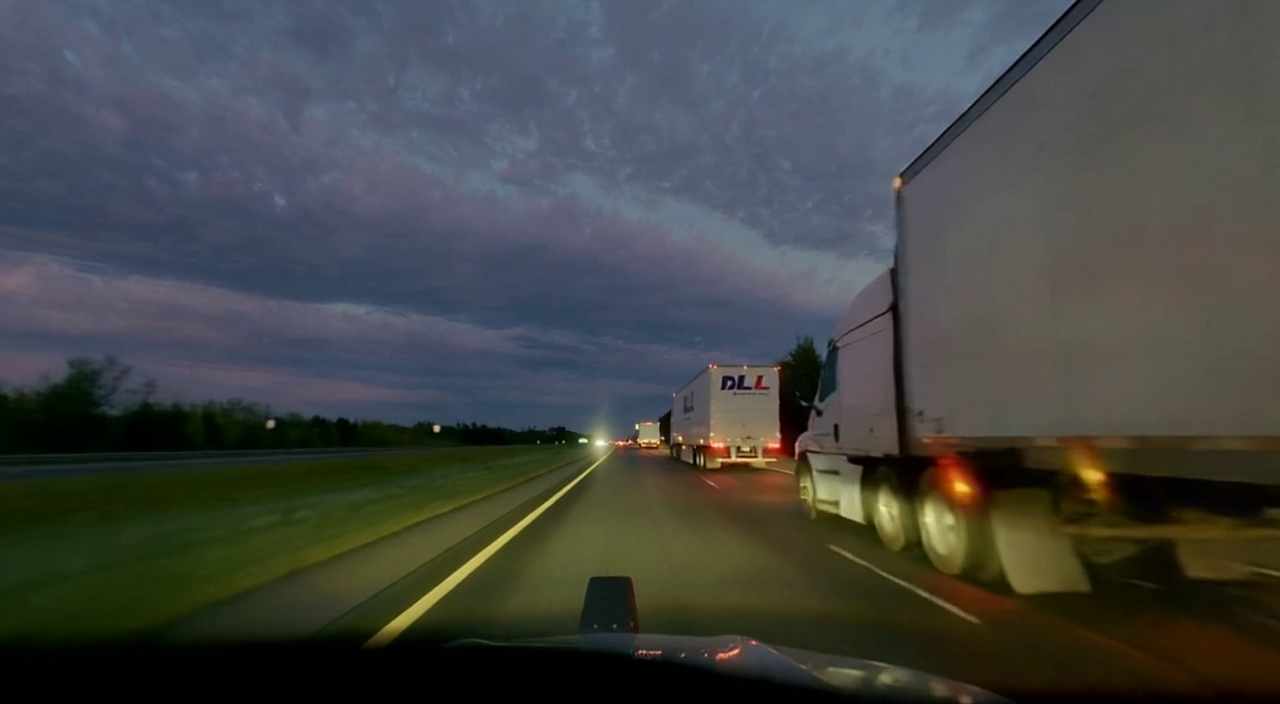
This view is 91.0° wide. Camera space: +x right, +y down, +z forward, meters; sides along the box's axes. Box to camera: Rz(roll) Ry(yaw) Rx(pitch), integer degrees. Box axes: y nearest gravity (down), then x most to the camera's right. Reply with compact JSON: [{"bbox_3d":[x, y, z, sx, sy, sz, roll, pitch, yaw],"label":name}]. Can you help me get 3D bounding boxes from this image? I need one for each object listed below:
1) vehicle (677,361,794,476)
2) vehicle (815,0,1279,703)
[{"bbox_3d":[3.786,3.328,29.454,2.871,4.072,14.183,0,-8,-2],"label":"vehicle"},{"bbox_3d":[3.900,0.049,5.100,3.029,3.947,5.924,0,-8,-2],"label":"vehicle"}]
